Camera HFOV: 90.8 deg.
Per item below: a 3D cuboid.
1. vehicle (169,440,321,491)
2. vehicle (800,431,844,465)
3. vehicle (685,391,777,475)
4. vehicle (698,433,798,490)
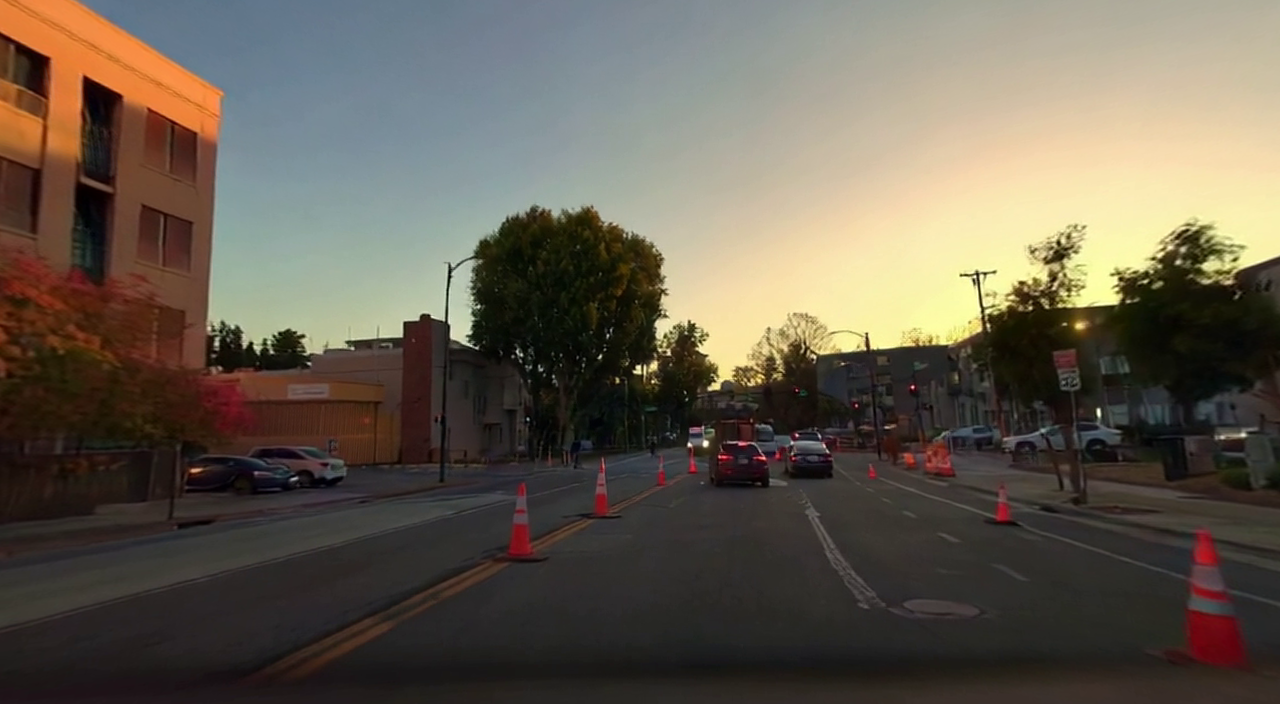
[{"bbox_3d":[-14.163,4.044,22.762,4.397,1.698,1.932,-2,-9,11],"label":"vehicle"},{"bbox_3d":[11.074,5.794,38.282,2.110,1.942,4.376,-3,-9,21],"label":"vehicle"},{"bbox_3d":[4.910,4.120,31.284,2.977,3.271,12.748,-2,-9,15],"label":"vehicle"},{"bbox_3d":[3.088,3.246,19.053,2.159,1.506,4.086,0,-8,-2],"label":"vehicle"}]
